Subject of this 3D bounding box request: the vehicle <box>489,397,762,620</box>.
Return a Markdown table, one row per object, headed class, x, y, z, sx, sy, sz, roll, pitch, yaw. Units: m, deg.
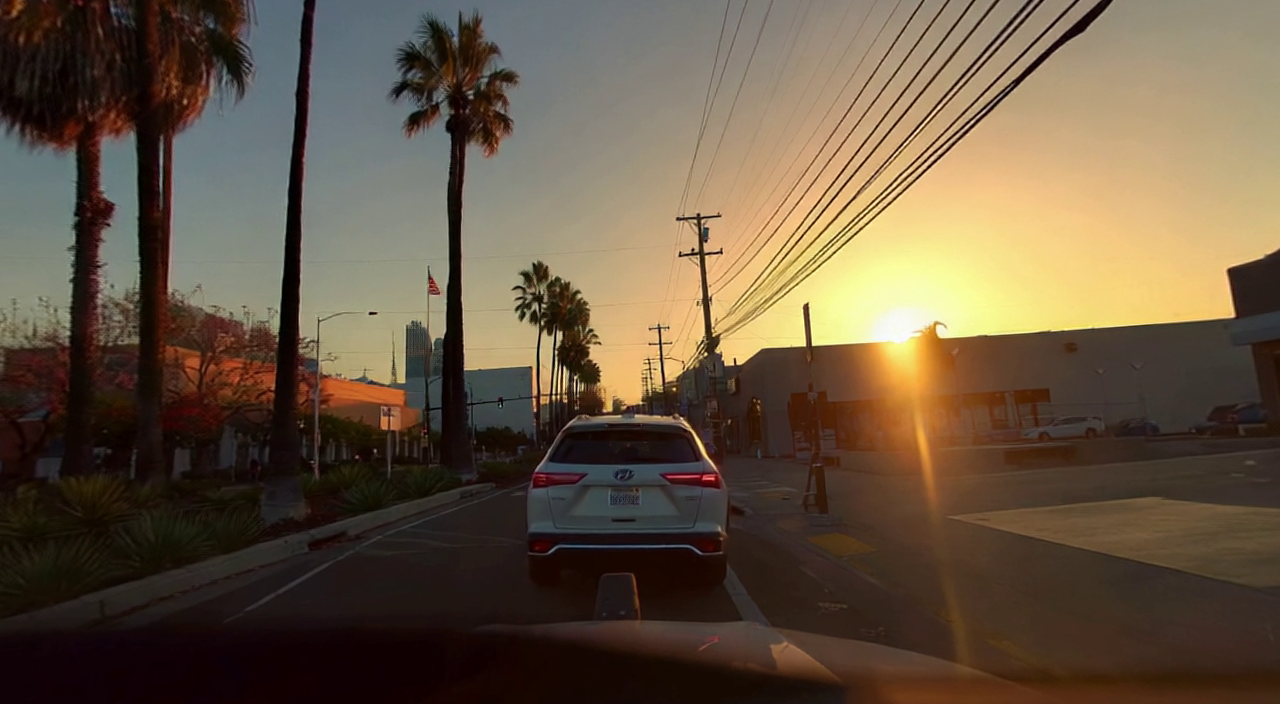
| class | x | y | z | sx | sy | sz | roll | pitch | yaw |
| --- | --- | --- | --- | --- | --- | --- | --- | --- | --- |
| vehicle | -0.196 | 1.482 | 6.849 | 2.105 | 1.702 | 3.750 | 0 | -8 | -3 |
